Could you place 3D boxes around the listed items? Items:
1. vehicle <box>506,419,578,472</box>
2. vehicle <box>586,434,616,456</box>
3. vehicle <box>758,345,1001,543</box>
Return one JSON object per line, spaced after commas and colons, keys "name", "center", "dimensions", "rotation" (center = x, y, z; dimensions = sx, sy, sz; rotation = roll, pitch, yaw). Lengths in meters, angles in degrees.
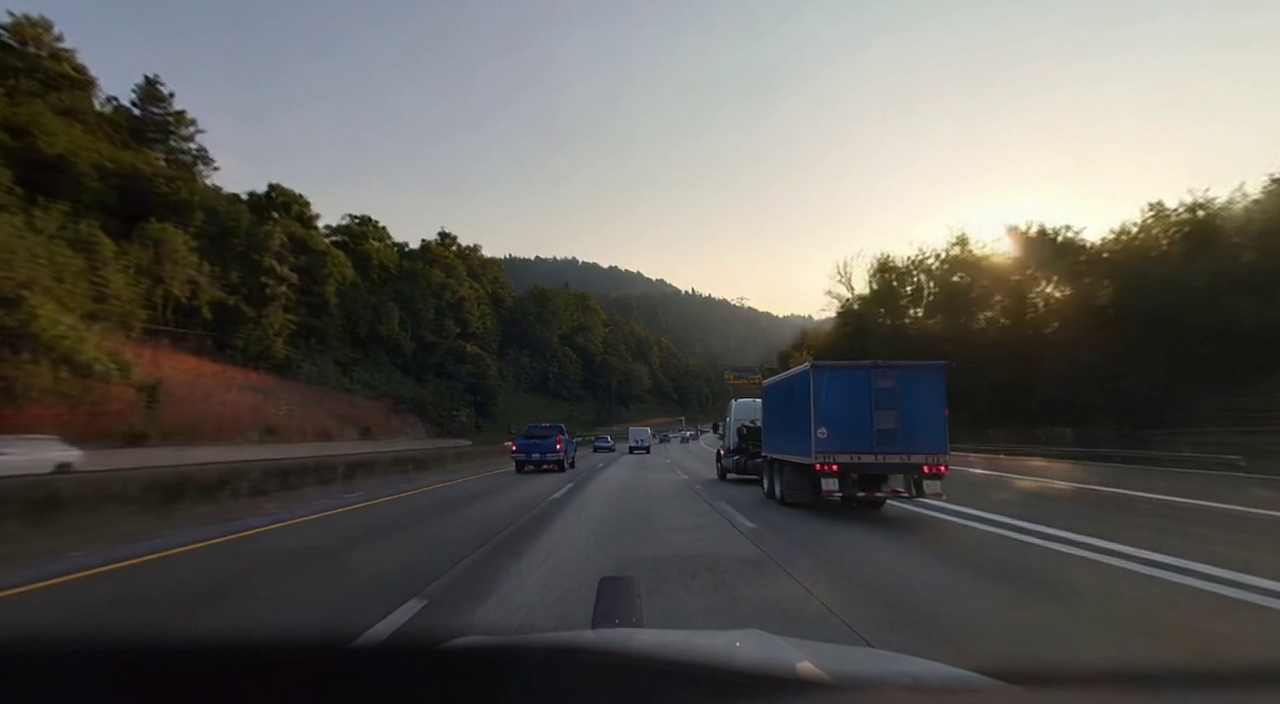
{"name": "vehicle", "center": [-3.889, 3.819, 25.975], "dimensions": [2.204, 1.991, 4.720], "rotation": [0, -8, 0]}
{"name": "vehicle", "center": [-2.944, 7.127, 48.267], "dimensions": [2.008, 1.588, 4.147], "rotation": [0, -8, 1]}
{"name": "vehicle", "center": [3.500, 1.454, 10.298], "dimensions": [2.256, 2.568, 4.049], "rotation": [0, -8, -1]}
